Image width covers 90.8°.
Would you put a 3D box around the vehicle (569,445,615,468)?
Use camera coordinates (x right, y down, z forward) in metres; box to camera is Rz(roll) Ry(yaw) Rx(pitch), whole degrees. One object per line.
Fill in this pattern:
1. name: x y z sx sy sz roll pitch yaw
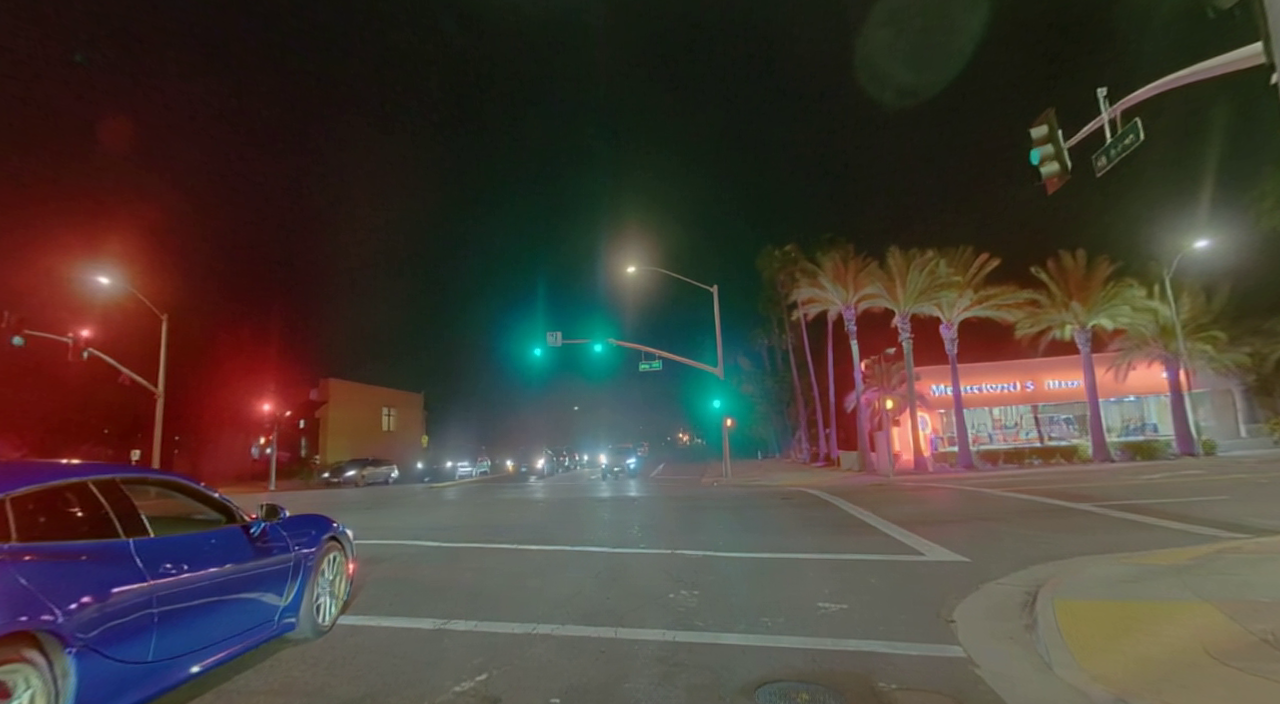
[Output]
1. vehicle: -3.246 7.208 43.841 1.839 1.468 4.549 -2 -9 13

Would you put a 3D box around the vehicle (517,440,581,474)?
1. vehicle: -4.890 5.726 34.639 2.092 1.709 4.775 -2 -9 9

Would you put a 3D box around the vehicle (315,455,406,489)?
1. vehicle: -13.011 5.589 29.724 1.880 1.440 4.418 -1 -9 6

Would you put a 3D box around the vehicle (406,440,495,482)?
1. vehicle: -9.082 5.292 30.936 2.152 1.825 5.406 -1 -9 7

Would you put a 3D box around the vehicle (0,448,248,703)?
1. vehicle: -3.698 1.018 2.260 1.850 1.325 4.295 0 -9 0
